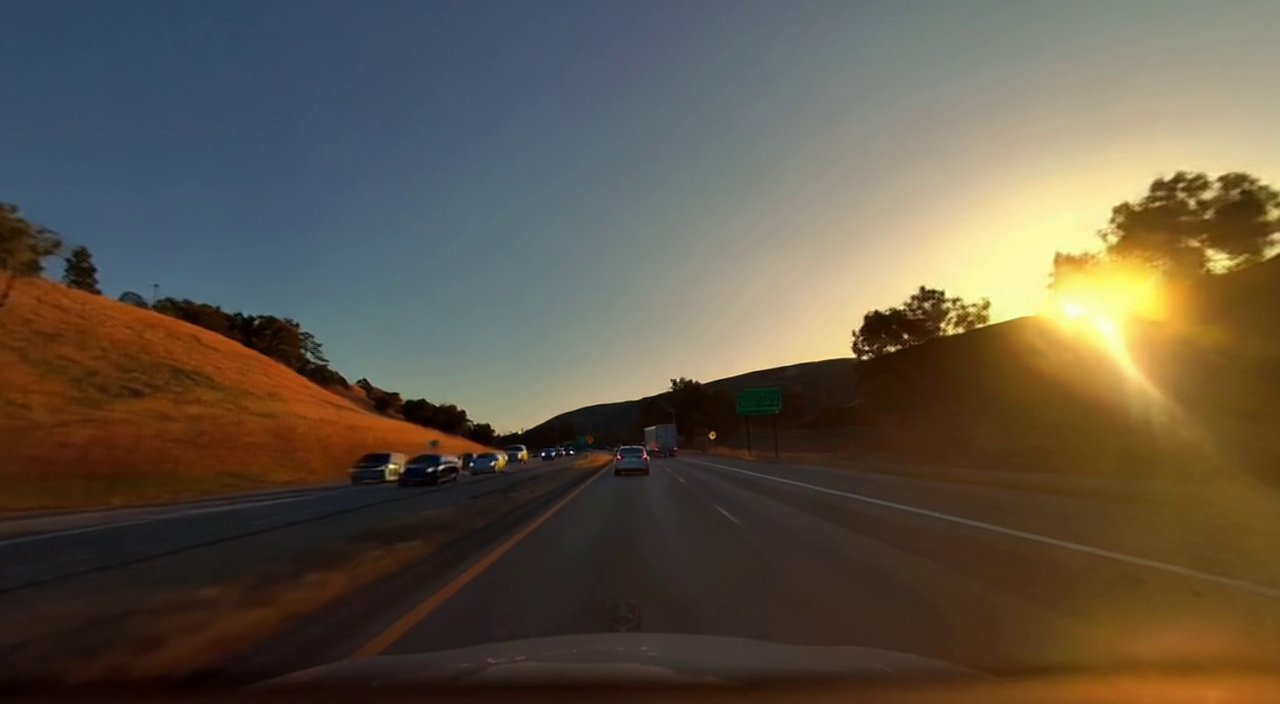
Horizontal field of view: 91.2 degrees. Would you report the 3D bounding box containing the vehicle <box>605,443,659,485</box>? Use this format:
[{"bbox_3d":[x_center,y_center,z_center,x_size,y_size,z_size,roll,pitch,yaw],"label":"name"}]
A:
[{"bbox_3d":[-0.334,4.427,25.115,1.971,1.518,4.108,0,-9,-1],"label":"vehicle"}]

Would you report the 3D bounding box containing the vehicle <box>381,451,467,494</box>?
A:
[{"bbox_3d":[-8.190,4.579,24.182,1.908,1.499,4.040,0,-9,-1],"label":"vehicle"}]

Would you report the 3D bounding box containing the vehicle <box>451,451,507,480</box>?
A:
[{"bbox_3d":[-9.184,6.480,36.109,2.005,1.493,4.505,0,-9,0],"label":"vehicle"}]

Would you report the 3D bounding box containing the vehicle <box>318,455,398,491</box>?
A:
[{"bbox_3d":[-13.751,5.898,30.897,1.892,1.533,4.532,0,-9,-1],"label":"vehicle"}]
